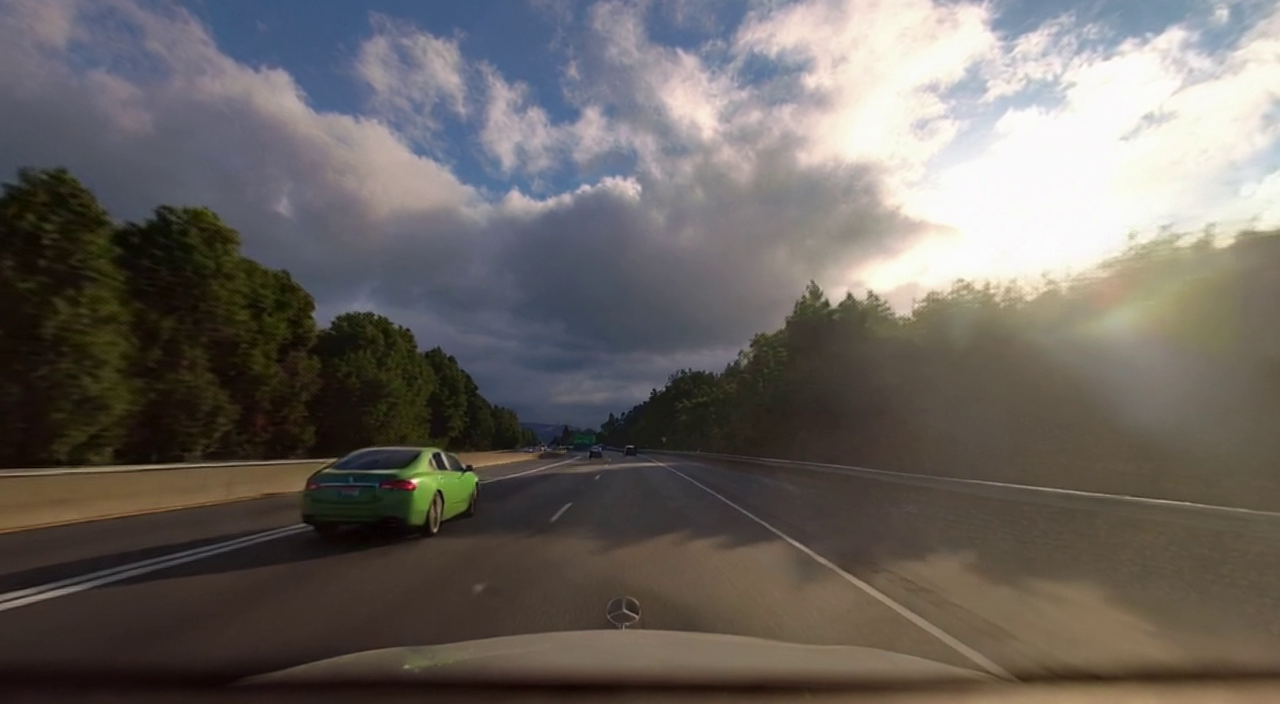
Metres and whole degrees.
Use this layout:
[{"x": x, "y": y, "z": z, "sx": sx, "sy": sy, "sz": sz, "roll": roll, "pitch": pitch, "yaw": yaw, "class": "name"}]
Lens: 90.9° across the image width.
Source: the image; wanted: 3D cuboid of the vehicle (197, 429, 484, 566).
[{"x": -3.949, "y": 1.994, "z": 9.434, "sx": 2.017, "sy": 1.522, "sz": 4.569, "roll": 0, "pitch": -9, "yaw": 0, "class": "vehicle"}]
